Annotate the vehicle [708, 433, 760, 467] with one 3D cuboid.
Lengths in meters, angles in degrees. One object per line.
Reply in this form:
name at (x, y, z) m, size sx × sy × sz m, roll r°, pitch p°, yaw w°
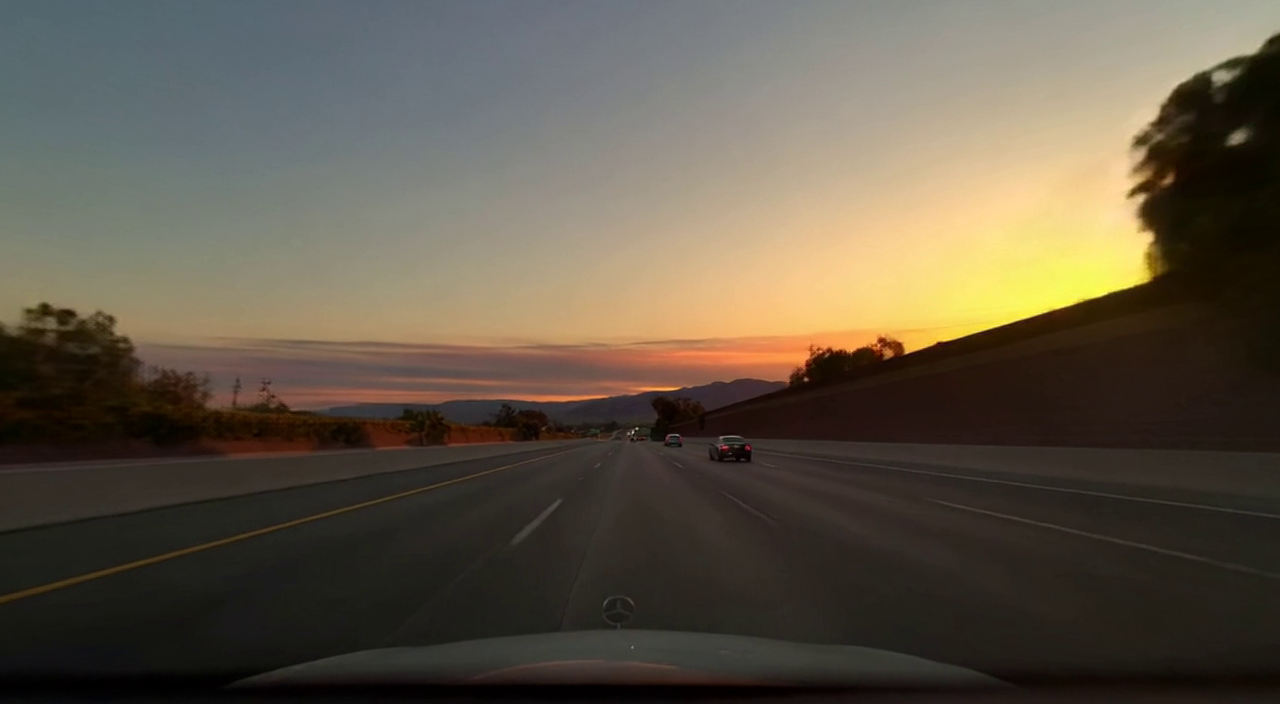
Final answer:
vehicle at (4.392, 4.613, 29.934) m, size 1.802 × 1.492 × 3.804 m, roll 0°, pitch -8°, yaw -1°
